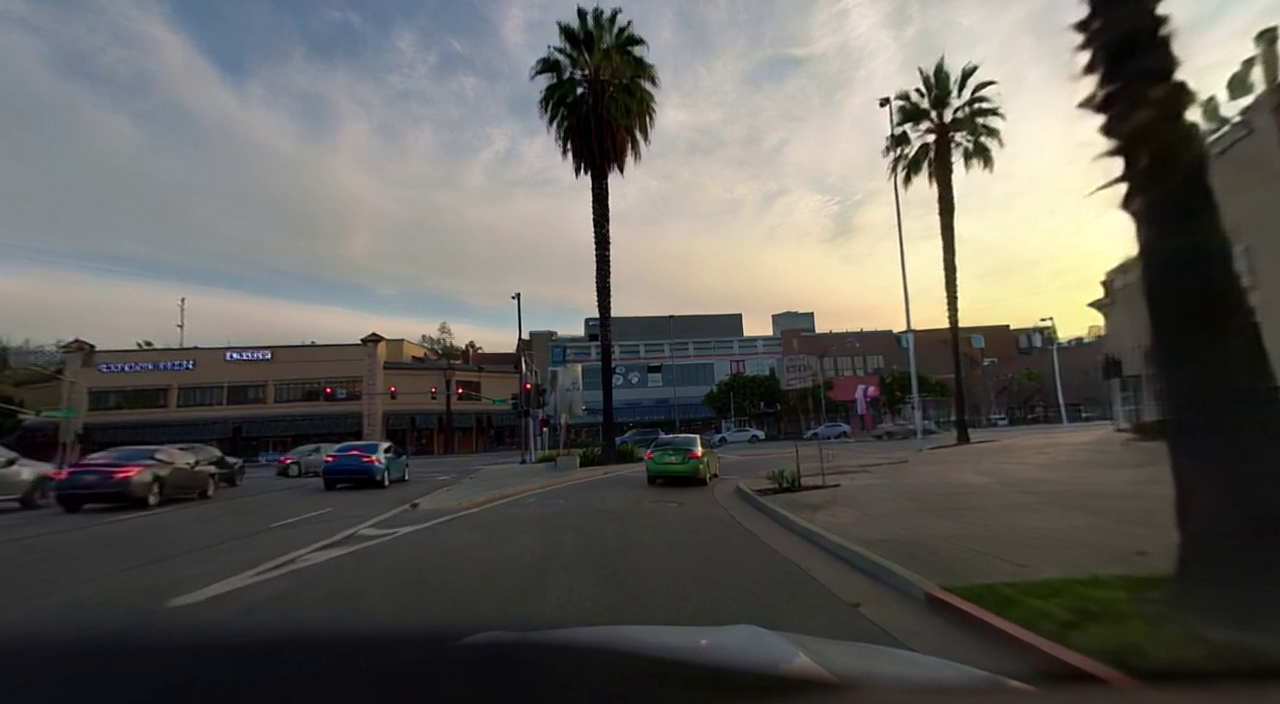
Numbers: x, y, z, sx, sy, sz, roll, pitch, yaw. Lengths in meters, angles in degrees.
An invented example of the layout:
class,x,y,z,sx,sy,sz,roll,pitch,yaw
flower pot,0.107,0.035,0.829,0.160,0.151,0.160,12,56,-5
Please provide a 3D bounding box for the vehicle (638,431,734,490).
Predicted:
class,x,y,z,sx,sy,sz,roll,pitch,yaw
vehicle,1.497,3.119,18.512,2.070,1.493,4.570,-2,-9,13

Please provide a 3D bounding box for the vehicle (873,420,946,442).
class,x,y,z,sx,sy,sz,roll,pitch,yaw
vehicle,19.918,5.838,46.702,4.458,1.589,2.044,1,-8,-8

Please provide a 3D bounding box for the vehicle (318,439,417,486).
class,x,y,z,sx,sy,sz,roll,pitch,yaw
vehicle,-9.603,3.895,22.687,1.912,1.487,4.471,1,-9,-6

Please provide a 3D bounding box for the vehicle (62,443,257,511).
class,x,y,z,sx,sy,sz,roll,pitch,yaw
vehicle,-12.031,3.114,16.294,1.905,1.482,4.463,1,-9,-7
